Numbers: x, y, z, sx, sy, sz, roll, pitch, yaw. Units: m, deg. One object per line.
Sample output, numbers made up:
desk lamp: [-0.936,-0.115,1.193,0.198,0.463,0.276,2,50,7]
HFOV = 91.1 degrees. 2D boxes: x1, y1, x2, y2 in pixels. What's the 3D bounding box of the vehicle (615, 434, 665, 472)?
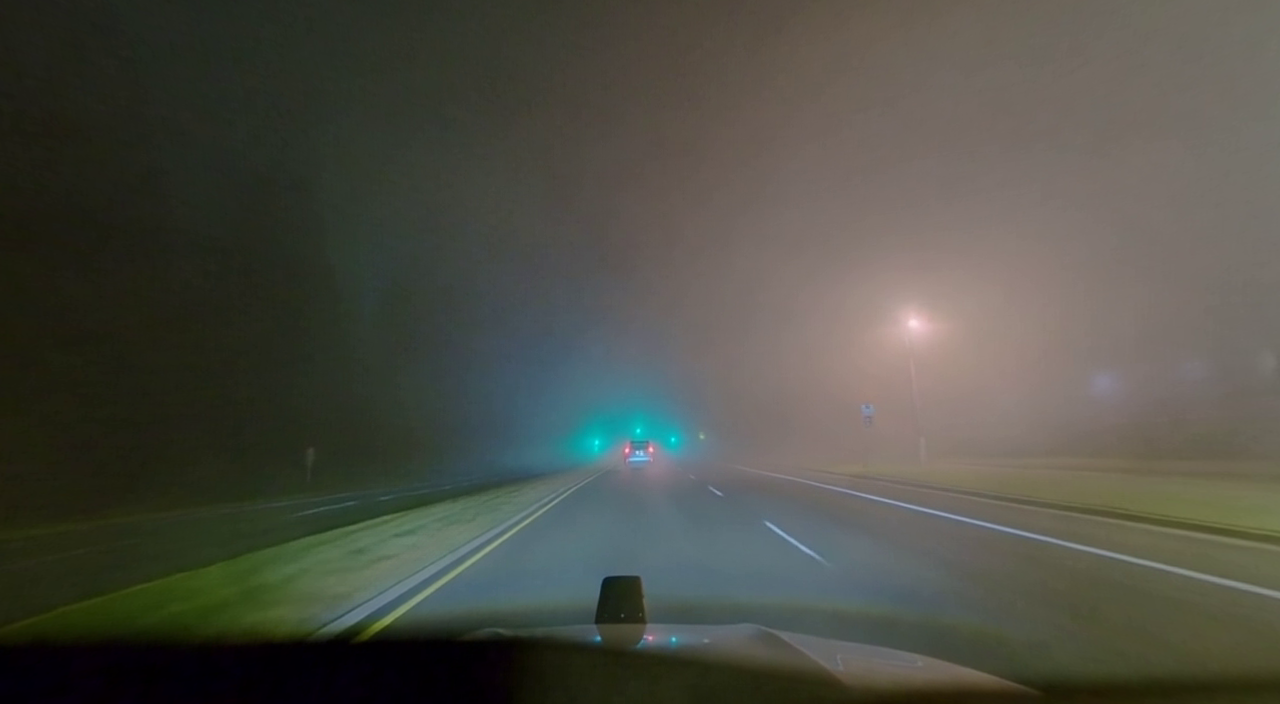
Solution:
vehicle: [-0.005,4.951,31.024,2.256,1.734,4.176,0,-8,0]
